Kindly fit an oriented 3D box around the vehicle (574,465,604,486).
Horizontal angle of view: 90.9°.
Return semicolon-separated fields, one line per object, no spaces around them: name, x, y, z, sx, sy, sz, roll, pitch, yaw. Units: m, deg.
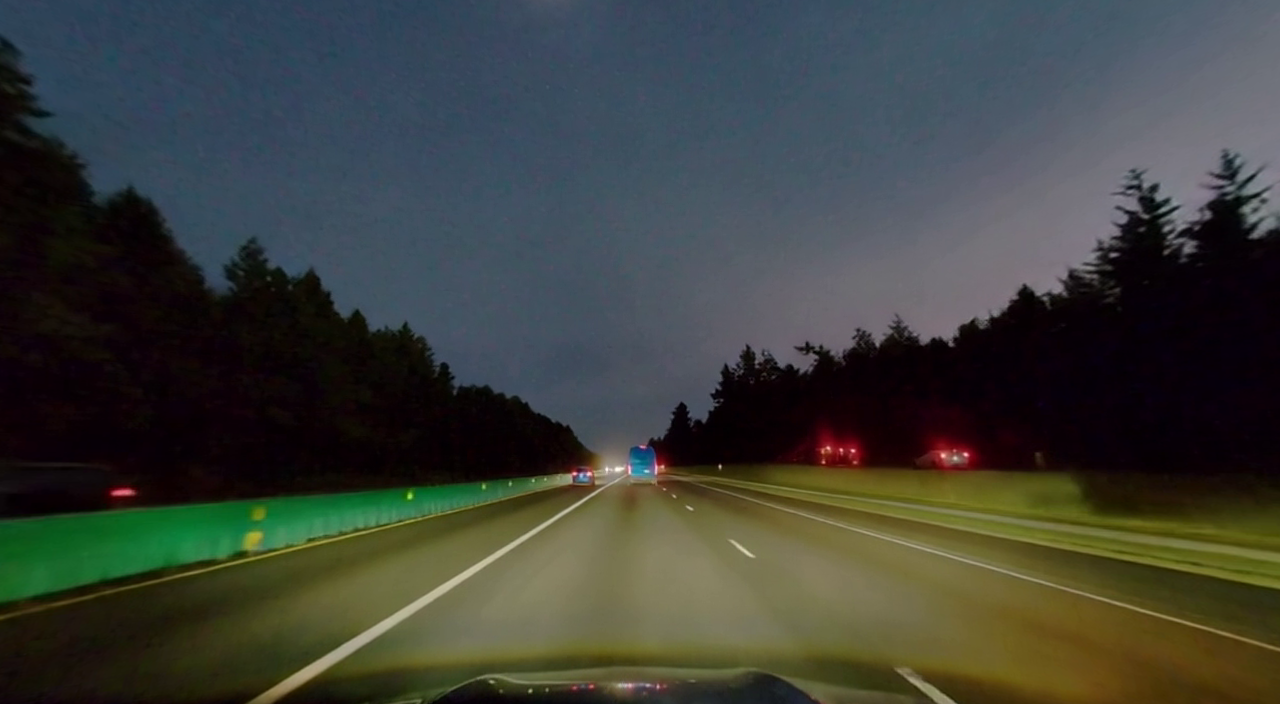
vehicle;-3.914;9.572;48.878;2.038;1.490;4.391;1;-11;-1

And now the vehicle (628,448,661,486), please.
vehicle;0.314;8.948;48.883;2.382;2.752;5.333;1;-11;-1
